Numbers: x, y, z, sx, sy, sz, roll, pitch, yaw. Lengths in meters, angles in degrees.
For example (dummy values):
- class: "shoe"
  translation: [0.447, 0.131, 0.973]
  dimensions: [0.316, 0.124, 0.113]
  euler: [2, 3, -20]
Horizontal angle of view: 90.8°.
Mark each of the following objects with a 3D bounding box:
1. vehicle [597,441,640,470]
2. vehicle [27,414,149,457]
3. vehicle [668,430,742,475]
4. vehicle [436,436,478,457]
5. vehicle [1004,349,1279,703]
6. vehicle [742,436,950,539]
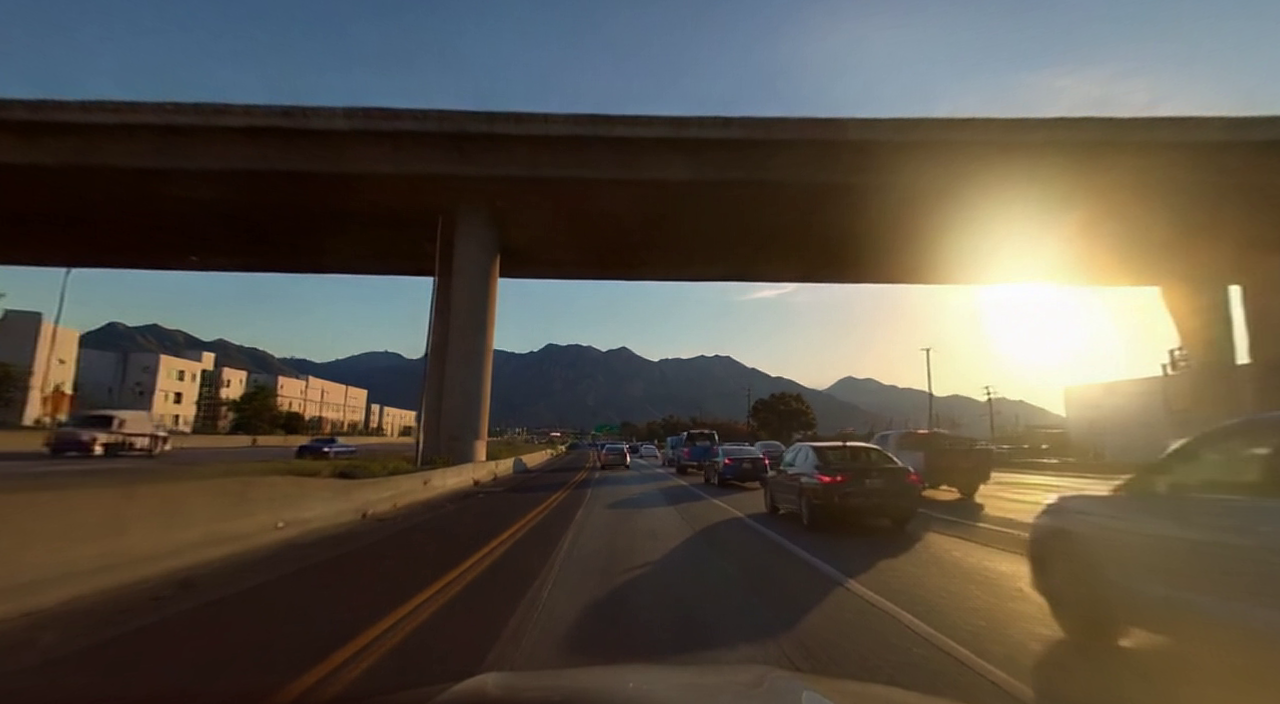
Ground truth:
- class: "vehicle"
  translation: [-1.203, 5.749, 35.318]
  dimensions: [2.266, 1.549, 3.978]
  euler: [0, -8, -1]
- class: "vehicle"
  translation: [-31.943, 4.914, 36.878]
  dimensions: [2.245, 2.276, 5.722]
  euler: [1, -8, -5]
- class: "vehicle"
  translation: [3.118, 5.096, 32.297]
  dimensions: [2.747, 2.061, 7.011]
  euler: [0, -8, -3]
- class: "vehicle"
  translation: [-13.653, 7.061, 47.406]
  dimensions: [2.045, 1.499, 4.501]
  euler: [0, -8, -4]
- class: "vehicle"
  translation: [4.057, 0.795, 2.403]
  dimensions: [2.276, 1.739, 5.040]
  euler: [0, -8, -1]
- class: "vehicle"
  translation: [3.338, 2.288, 11.419]
  dimensions: [2.074, 1.455, 4.646]
  euler: [0, -8, -2]
